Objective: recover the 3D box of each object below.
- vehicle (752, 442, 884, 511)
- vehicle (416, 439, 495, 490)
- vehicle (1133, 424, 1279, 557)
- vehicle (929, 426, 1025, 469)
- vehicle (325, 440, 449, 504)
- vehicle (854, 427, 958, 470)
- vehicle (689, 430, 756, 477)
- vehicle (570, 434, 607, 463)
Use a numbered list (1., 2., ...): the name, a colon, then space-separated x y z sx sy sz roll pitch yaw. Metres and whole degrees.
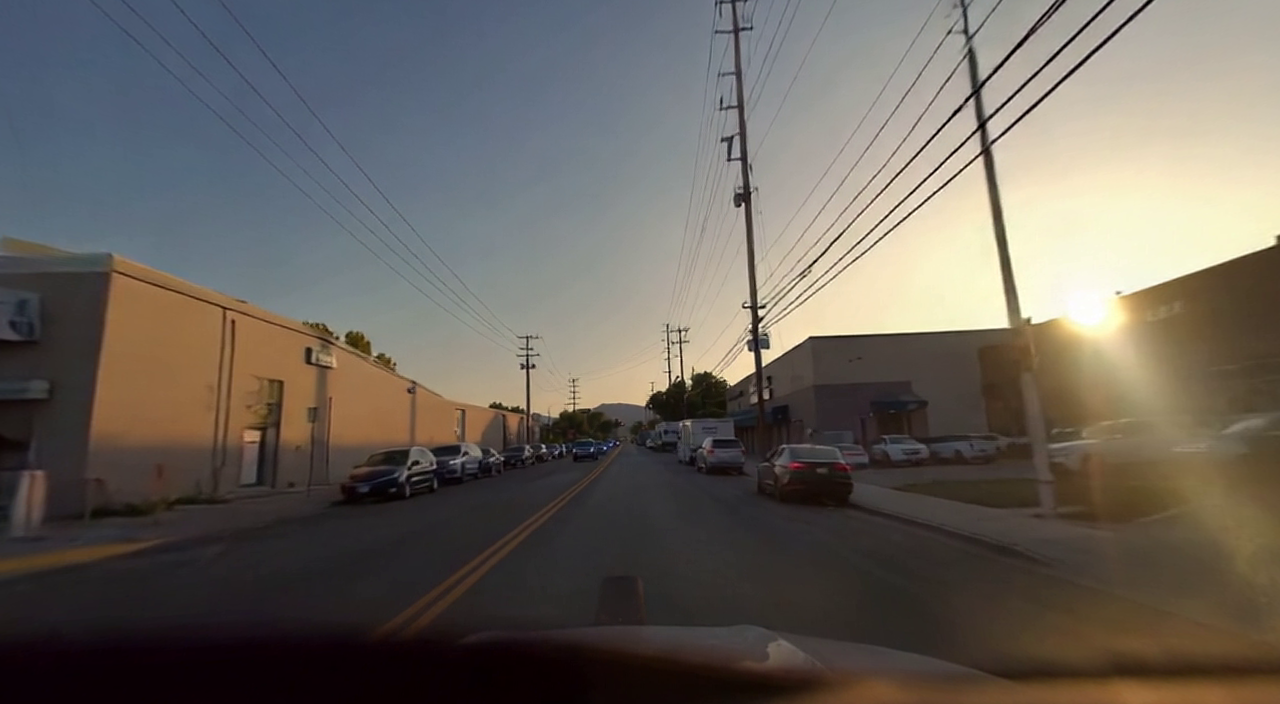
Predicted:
1. vehicle: 4.231 2.994 15.829 1.919 1.453 4.425 0 -8 -1
2. vehicle: -7.571 4.615 26.412 1.933 1.754 4.514 -3 -7 0
3. vehicle: 8.210 1.540 6.993 1.973 1.485 4.377 0 -8 0
4. vehicle: 14.860 4.221 28.136 1.828 1.749 4.000 0 -8 -4
5. vehicle: -7.843 3.732 20.189 2.194 1.775 4.482 0 -8 -2
6. vehicle: 11.857 4.367 28.575 1.965 1.705 4.677 0 -8 -11
7. vehicle: 3.724 4.737 29.877 2.218 1.956 5.916 0 -8 -1
8. vehicle: -3.808 7.226 47.614 2.275 1.999 5.723 0 -8 1
